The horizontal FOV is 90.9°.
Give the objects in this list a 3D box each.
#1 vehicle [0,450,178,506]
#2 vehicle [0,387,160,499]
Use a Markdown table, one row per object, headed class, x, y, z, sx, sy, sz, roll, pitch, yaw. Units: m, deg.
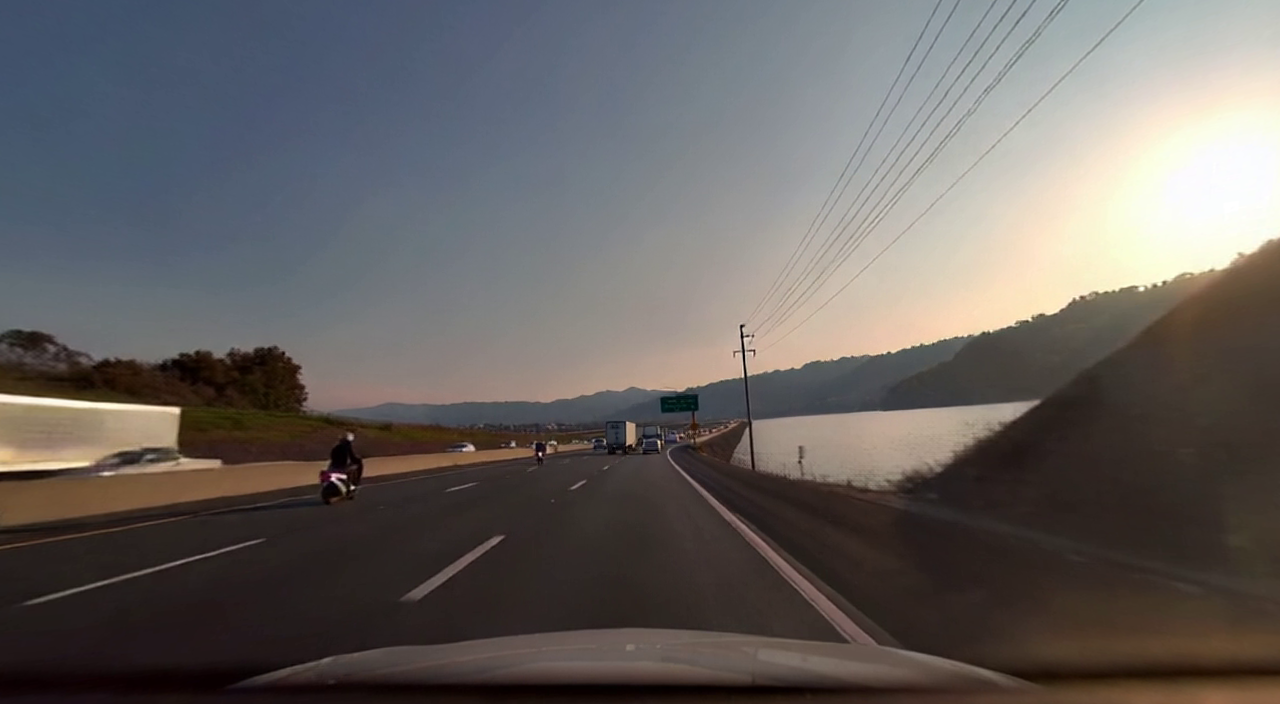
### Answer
| class | x | y | z | sx | sy | sz | roll | pitch | yaw |
| --- | --- | --- | --- | --- | --- | --- | --- | --- | --- |
| vehicle | -16.874 | 3.769 | 19.405 | 1.897 | 1.459 | 4.402 | 0 | -8 | 1 |
| vehicle | -24.582 | 3.530 | 24.424 | 2.961 | 4.007 | 11.214 | 0 | -8 | 1 |
